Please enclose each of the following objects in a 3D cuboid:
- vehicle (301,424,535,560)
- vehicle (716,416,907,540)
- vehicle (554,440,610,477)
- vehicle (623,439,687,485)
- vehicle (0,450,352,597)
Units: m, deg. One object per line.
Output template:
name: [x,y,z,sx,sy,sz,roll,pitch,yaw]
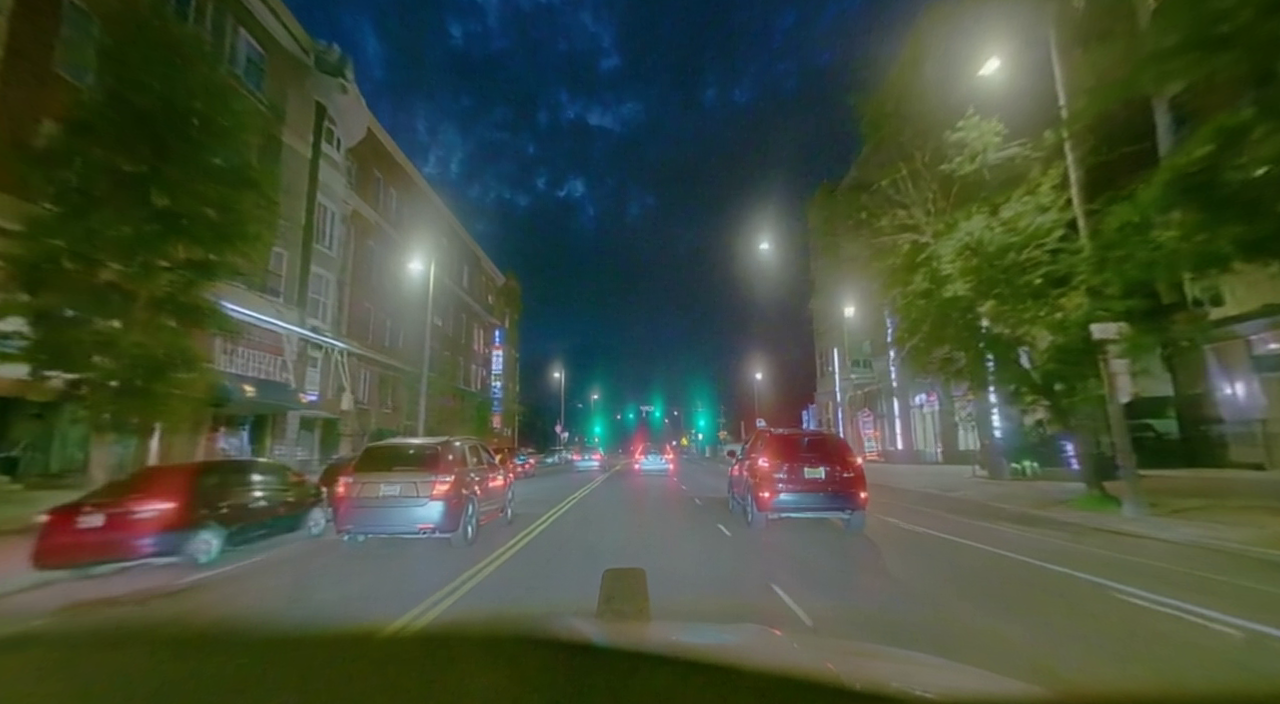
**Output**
vehicle: [-3.031,2.000,9.692,2.085,1.619,3.976,-1,-8,1]
vehicle: [2.683,2.104,11.116,2.094,1.709,4.394,-1,-8,0]
vehicle: [-2.551,4.853,28.927,2.019,1.507,4.643,-1,-8,2]
vehicle: [0.510,3.988,23.182,2.139,1.466,4.373,-1,-8,0]
vehicle: [-5.727,2.018,8.315,1.920,1.387,4.056,-1,-8,0]
